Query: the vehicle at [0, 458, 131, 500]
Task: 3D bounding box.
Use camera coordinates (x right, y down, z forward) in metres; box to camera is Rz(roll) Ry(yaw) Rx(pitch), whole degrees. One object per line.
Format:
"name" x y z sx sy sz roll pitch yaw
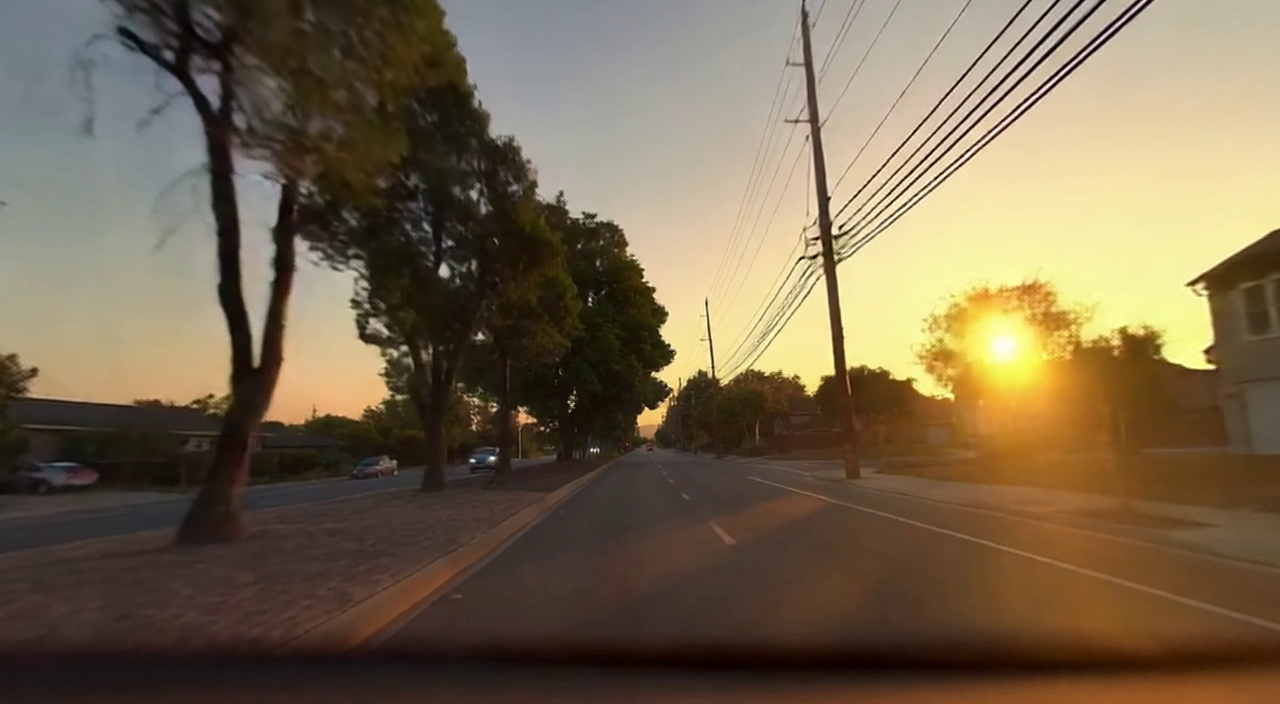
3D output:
"vehicle" -27.576 5.989 29.974 4.922 1.669 2.034 -2 -9 -3

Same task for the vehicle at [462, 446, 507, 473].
"vehicle" -10.394 7.163 42.487 1.933 1.709 4.063 0 -8 0

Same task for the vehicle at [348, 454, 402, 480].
"vehicle" -19.098 8.273 45.699 1.955 1.584 4.664 -2 -8 0
